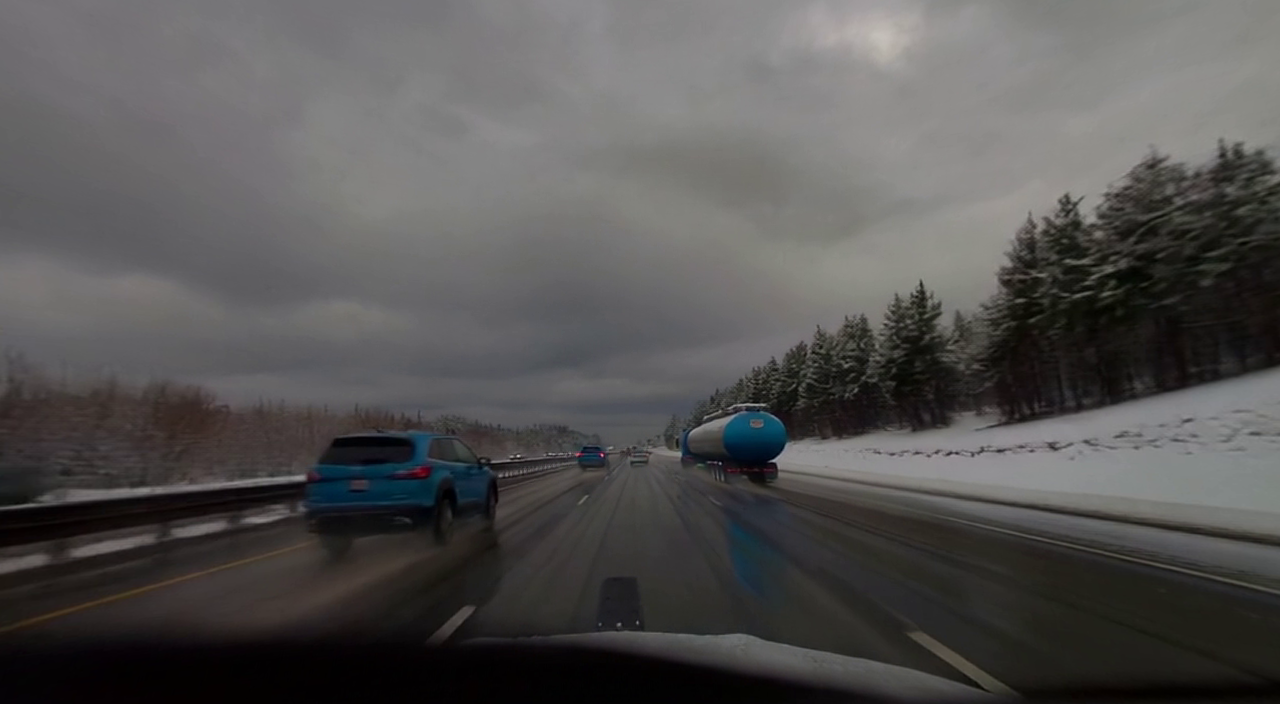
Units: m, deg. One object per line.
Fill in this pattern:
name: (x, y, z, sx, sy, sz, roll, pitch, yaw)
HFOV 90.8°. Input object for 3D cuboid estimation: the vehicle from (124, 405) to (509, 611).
vehicle: (-3.210, 1.667, 7.681, 2.249, 1.710, 4.580, 0, -9, 0)

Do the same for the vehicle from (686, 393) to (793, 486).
vehicle: (4.429, 4.487, 31.810, 2.889, 3.606, 13.832, 0, -9, -1)

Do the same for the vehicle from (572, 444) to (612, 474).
vehicle: (-3.036, 6.895, 40.976, 2.258, 1.805, 4.665, 0, -9, 0)
